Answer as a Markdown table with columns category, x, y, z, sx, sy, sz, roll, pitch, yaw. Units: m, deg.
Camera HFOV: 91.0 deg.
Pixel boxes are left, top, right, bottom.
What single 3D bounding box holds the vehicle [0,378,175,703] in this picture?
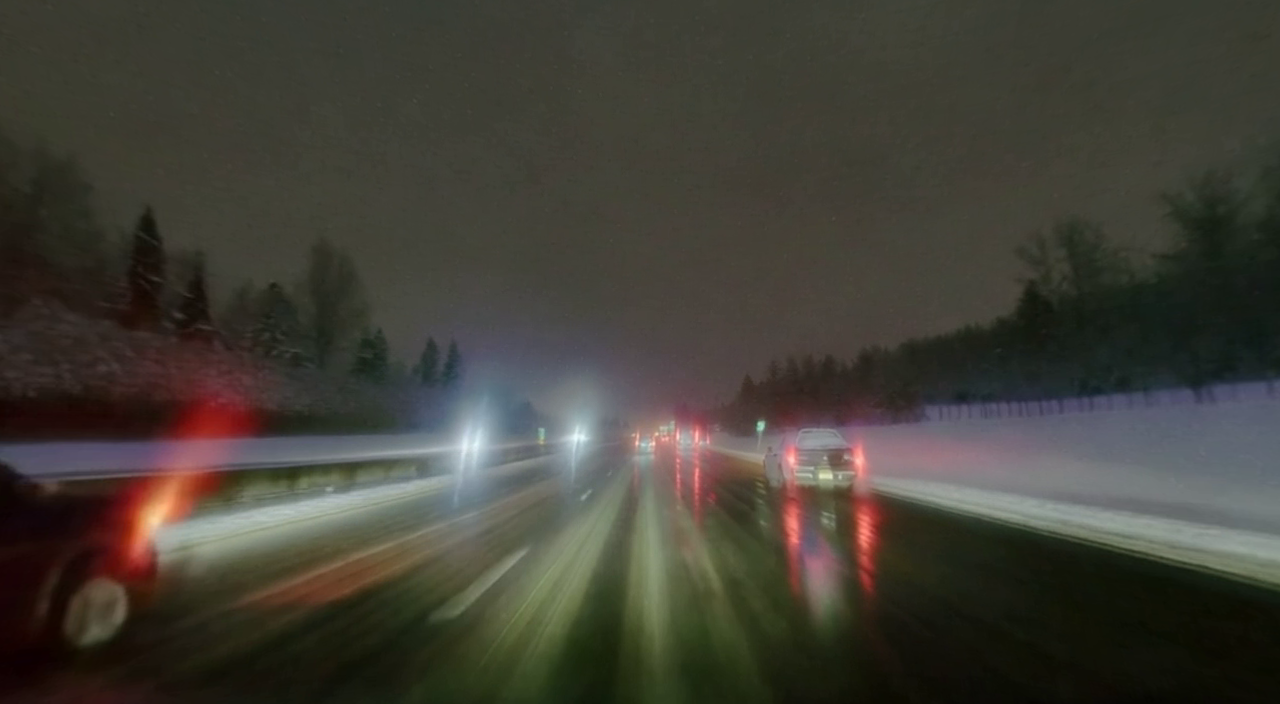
| category | x | y | z | sx | sy | sz | roll | pitch | yaw |
| --- | --- | --- | --- | --- | --- | --- | --- | --- | --- |
| vehicle | -3.982 | 0.731 | 1.760 | 2.051 | 1.531 | 4.250 | 0 | -8 | 1 |
